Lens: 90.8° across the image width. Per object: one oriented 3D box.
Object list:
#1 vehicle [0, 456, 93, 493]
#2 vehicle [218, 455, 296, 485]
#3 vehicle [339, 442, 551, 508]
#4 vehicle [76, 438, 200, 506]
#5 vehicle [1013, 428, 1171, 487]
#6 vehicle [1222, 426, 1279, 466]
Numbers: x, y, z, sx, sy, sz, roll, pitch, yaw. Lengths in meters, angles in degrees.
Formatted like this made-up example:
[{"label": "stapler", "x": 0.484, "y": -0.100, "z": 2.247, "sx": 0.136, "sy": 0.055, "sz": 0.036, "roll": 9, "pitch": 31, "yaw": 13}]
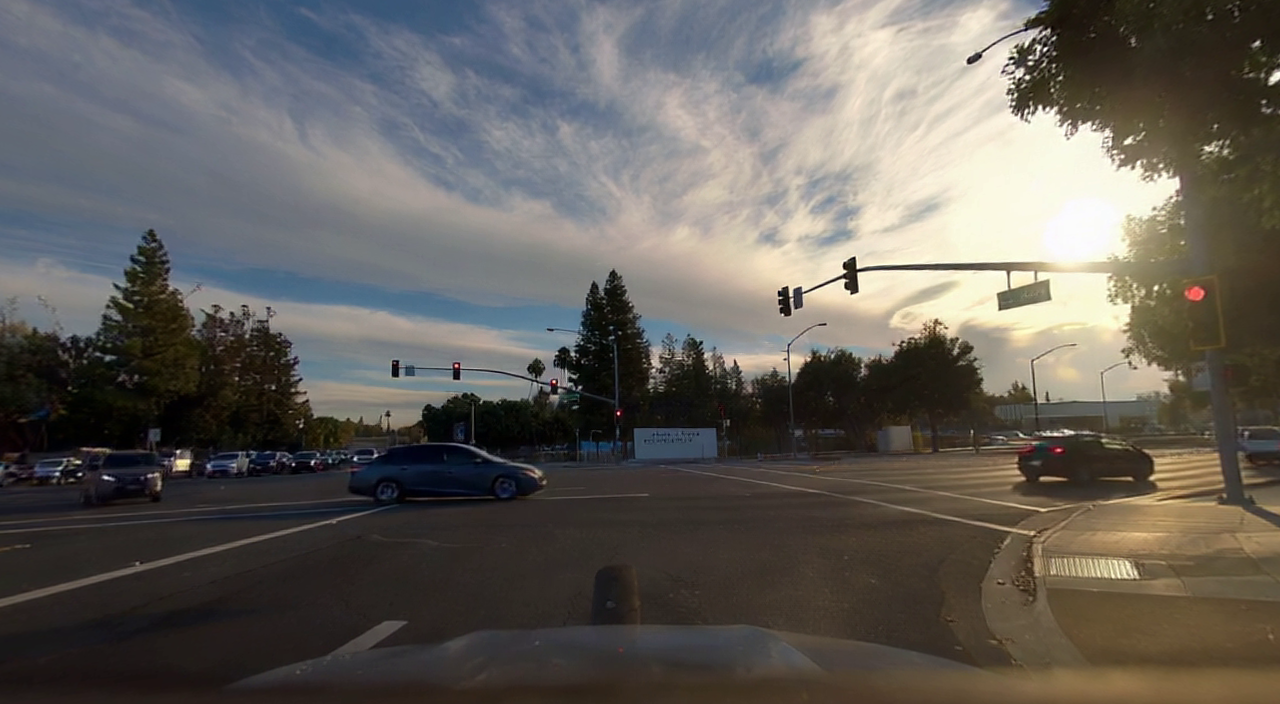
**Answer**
[{"label": "vehicle", "x": -31.196, "y": 6.263, "z": 32.629, "sx": 2.142, "sy": 1.723, "sz": 4.692, "roll": 1, "pitch": -9, "yaw": -9}, {"label": "vehicle", "x": -20.724, "y": 6.378, "z": 34.425, "sx": 1.999, "sy": 1.468, "sz": 4.702, "roll": 1, "pitch": -9, "yaw": -10}, {"label": "vehicle", "x": -4.813, "y": 3.023, "z": 15.814, "sx": 4.728, "sy": 1.471, "sz": 1.957, "roll": -3, "pitch": -9, "yaw": 15}, {"label": "vehicle", "x": -16.771, "y": 3.954, "z": 21.504, "sx": 2.358, "sy": 1.937, "sz": 5.896, "roll": 5, "pitch": -10, "yaw": -30}, {"label": "vehicle", "x": 13.767, "y": 3.177, "z": 19.234, "sx": 4.281, "sy": 1.621, "sz": 1.903, "roll": 4, "pitch": -9, "yaw": -25}, {"label": "vehicle", "x": 29.933, "y": 4.459, "z": 30.039, "sx": 4.619, "sy": 1.759, "sz": 2.101, "roll": 5, "pitch": -10, "yaw": -34}]
